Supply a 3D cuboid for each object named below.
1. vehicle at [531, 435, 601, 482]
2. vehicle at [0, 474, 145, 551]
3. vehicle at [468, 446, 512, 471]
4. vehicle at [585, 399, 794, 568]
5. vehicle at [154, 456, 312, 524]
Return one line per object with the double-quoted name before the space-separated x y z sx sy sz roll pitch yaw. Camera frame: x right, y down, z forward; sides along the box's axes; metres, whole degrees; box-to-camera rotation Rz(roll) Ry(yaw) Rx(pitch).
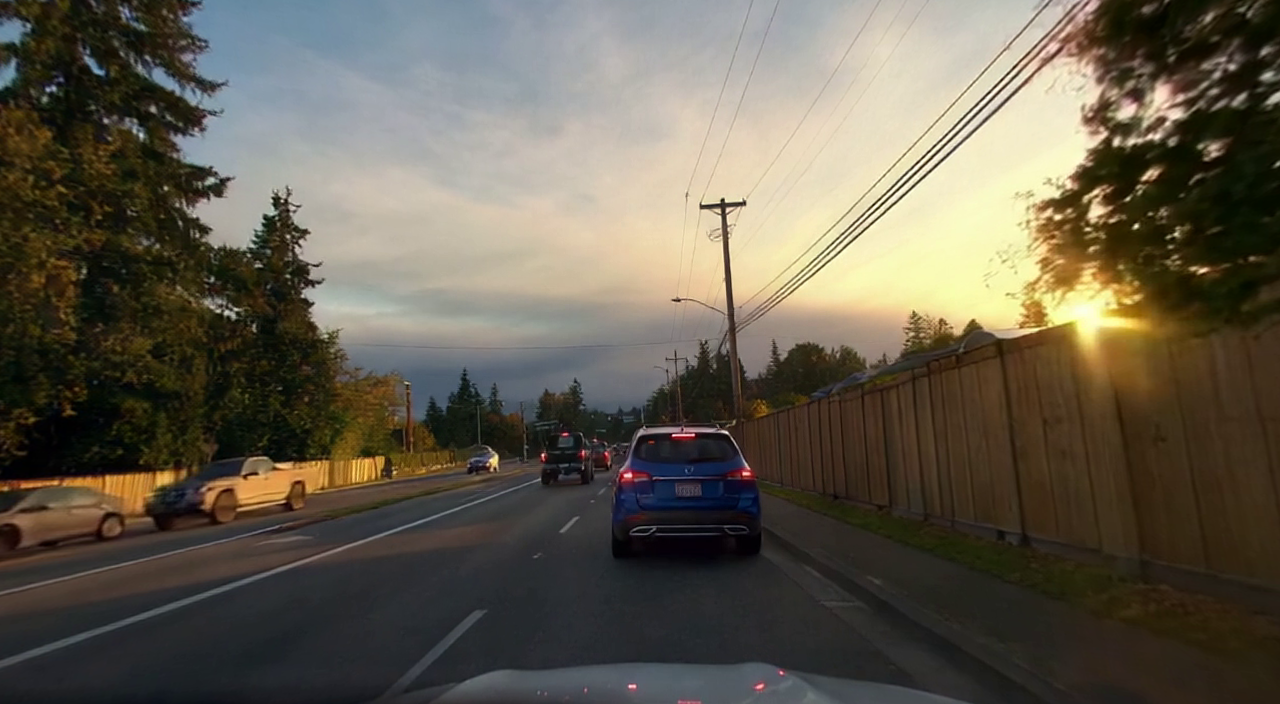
"vehicle" -2.712 4.062 24.231 2.037 1.639 4.213 0 -9 2
"vehicle" -14.805 3.844 15.204 2.024 1.467 4.584 -4 -9 0
"vehicle" -11.682 8.325 49.535 2.187 1.863 5.152 0 -9 0
"vehicle" 0.488 1.674 8.683 2.174 1.749 4.113 0 -9 -1
"vehicle" -11.495 3.876 18.197 1.893 1.662 3.966 0 -9 0
